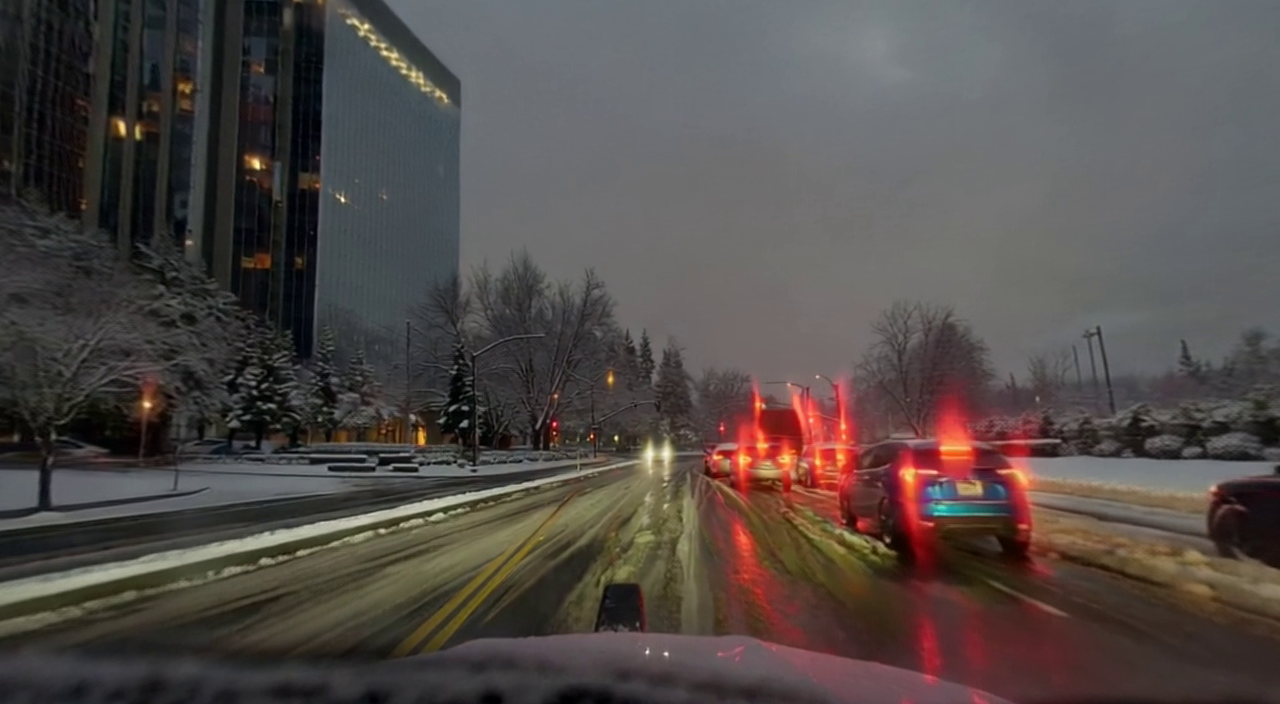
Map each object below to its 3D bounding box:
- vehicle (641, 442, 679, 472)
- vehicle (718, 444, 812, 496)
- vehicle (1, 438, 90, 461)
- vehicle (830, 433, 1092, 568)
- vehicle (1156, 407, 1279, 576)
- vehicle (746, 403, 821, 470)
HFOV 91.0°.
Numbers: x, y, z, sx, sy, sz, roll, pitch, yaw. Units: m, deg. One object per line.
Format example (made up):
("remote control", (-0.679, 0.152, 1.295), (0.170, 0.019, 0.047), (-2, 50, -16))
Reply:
("vehicle", (1.268, 6.395, 38.526), (2.121, 1.728, 4.161), (-1, -8, 4))
("vehicle", (4.043, 3.878, 21.162), (2.183, 1.553, 3.923), (0, -8, -3))
("vehicle", (-45.618, 7.452, 48.351), (4.600, 1.700, 1.957), (1, -8, -5))
("vehicle", (4.634, 2.167, 10.182), (2.089, 1.609, 4.922), (-1, -8, 6))
("vehicle", (7.777, 1.289, 5.451), (2.138, 1.738, 5.088), (0, -8, -3))
("vehicle", (8.999, 5.622, 41.375), (3.128, 3.616, 13.736), (-1, -8, 6))
